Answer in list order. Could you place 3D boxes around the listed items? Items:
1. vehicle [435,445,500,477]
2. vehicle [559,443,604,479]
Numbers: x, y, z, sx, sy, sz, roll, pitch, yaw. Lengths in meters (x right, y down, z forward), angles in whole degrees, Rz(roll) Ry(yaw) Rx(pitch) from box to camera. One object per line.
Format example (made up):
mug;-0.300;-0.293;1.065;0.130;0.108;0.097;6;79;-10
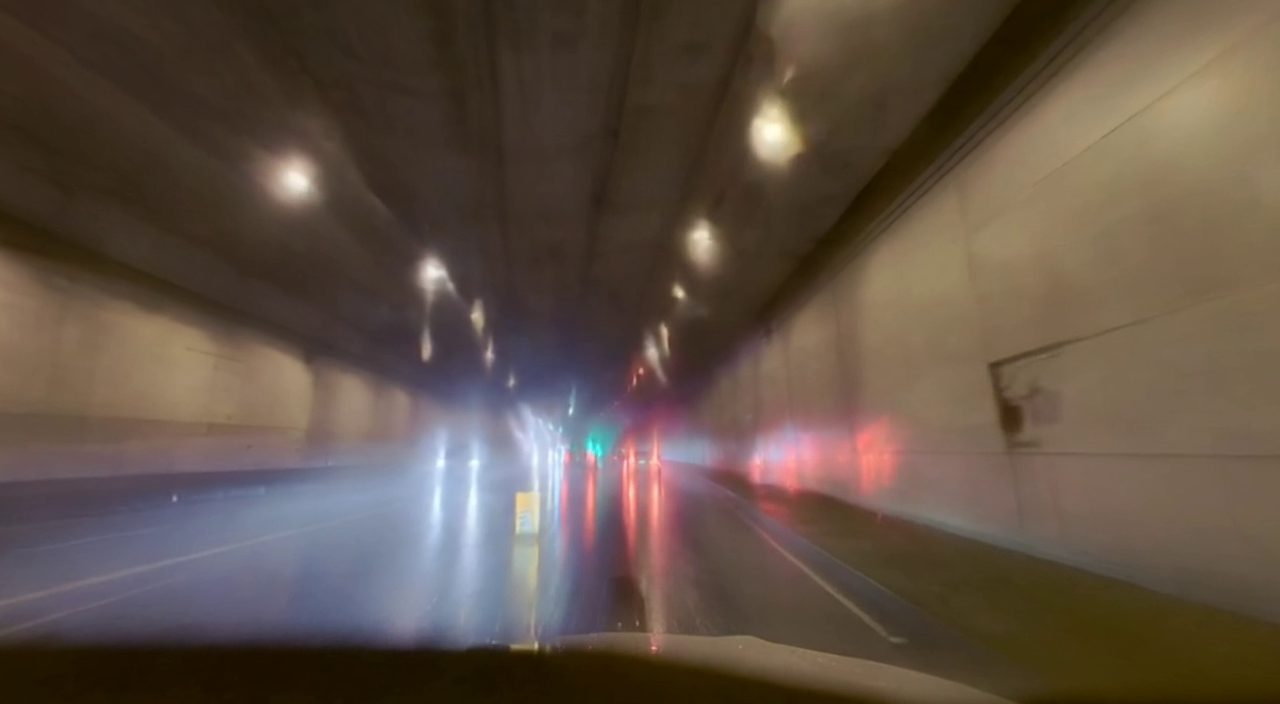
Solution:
vehicle;-8.323;5.328;30.962;1.963;1.414;4.567;0;-9;-1
vehicle;-3.015;5.760;33.542;1.961;1.725;4.315;0;-9;0
